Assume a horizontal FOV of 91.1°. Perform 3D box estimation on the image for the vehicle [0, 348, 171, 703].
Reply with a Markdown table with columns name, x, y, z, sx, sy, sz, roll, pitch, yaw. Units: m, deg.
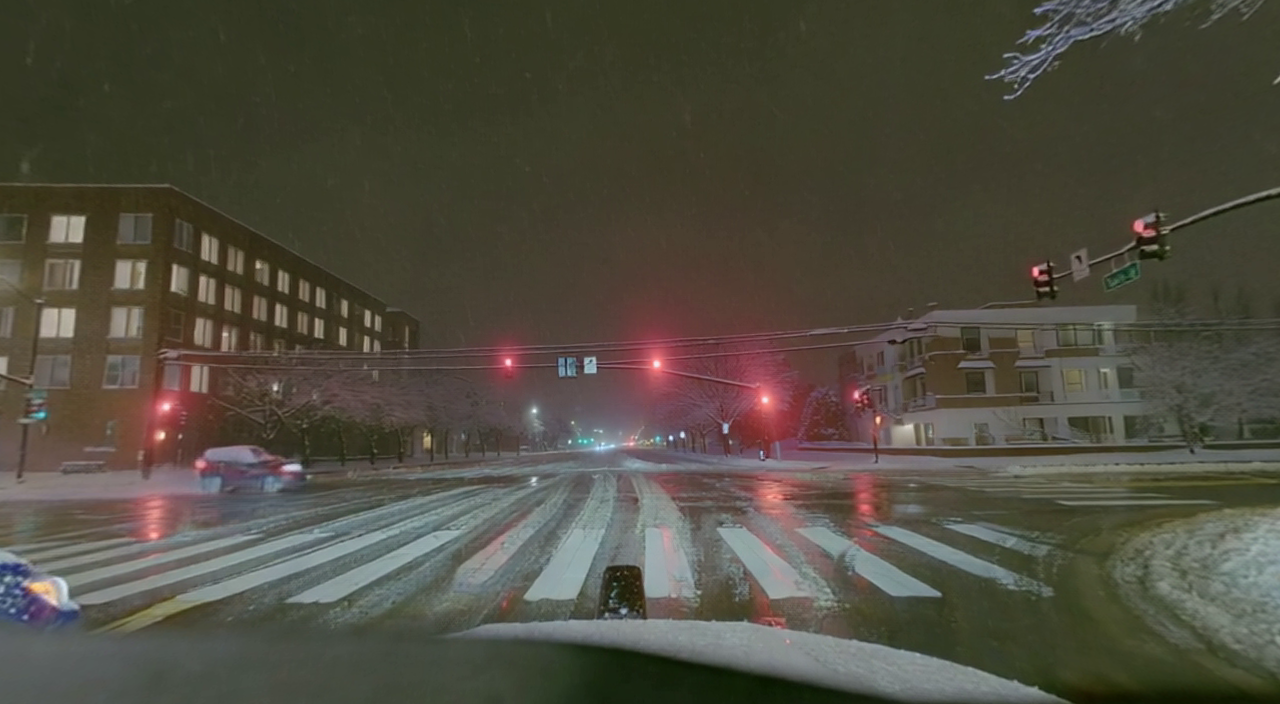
| name | x | y | z | sx | sy | sz | roll | pitch | yaw |
| --- | --- | --- | --- | --- | --- | --- | --- | --- | --- |
| vehicle | -3.626 | 0.622 | 1.065 | 2.109 | 1.692 | 4.587 | 0 | -8 | 0 |
